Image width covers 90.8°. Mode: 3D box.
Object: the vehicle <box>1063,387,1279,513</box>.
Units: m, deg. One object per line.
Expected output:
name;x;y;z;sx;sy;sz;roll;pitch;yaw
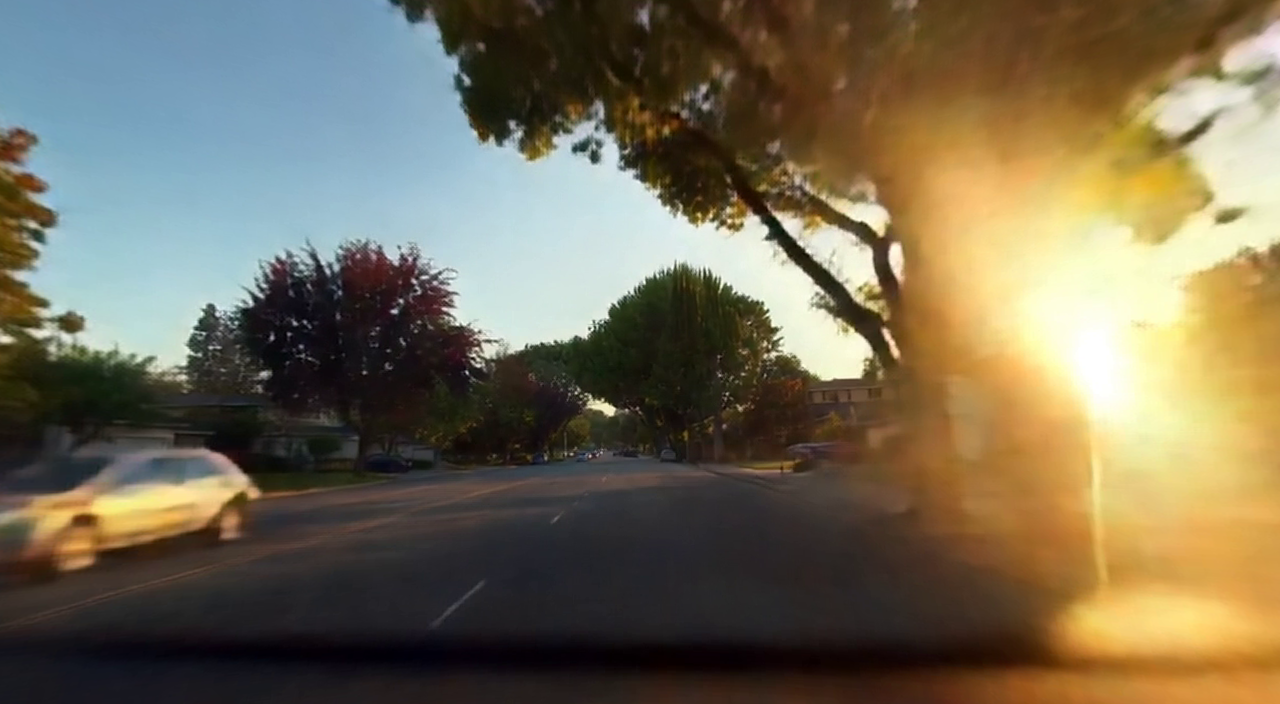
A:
vehicle;10.540;1.735;10.977;4.583;1.853;2.260;-2;-14;-2

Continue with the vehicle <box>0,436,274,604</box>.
vehicle;-7.173;1.947;8.237;1.951;1.613;4.654;-1;-8;1
